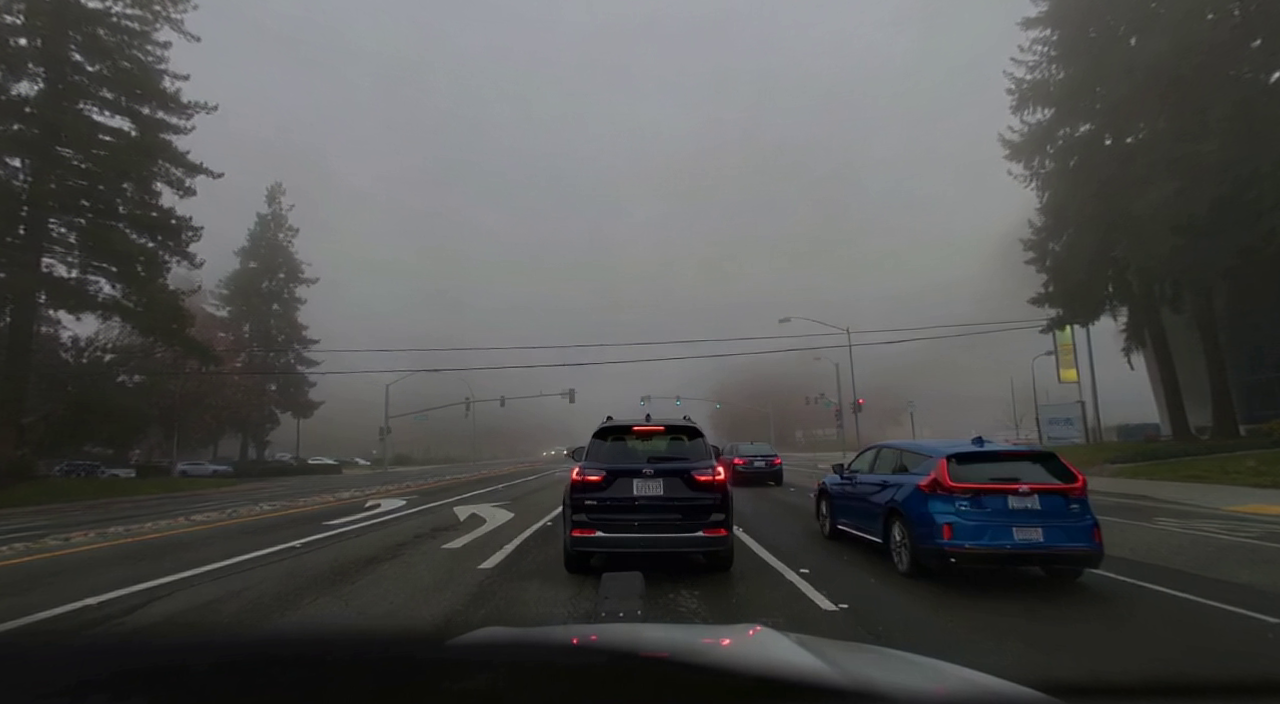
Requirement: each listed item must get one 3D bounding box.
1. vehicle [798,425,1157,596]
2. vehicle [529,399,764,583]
[{"bbox_3d":[3.507,1.721,7.747,1.997,1.471,4.321,0,-9,0],"label":"vehicle"},{"bbox_3d":[0.059,1.655,8.256,2.266,1.762,4.131,0,-9,0],"label":"vehicle"}]
